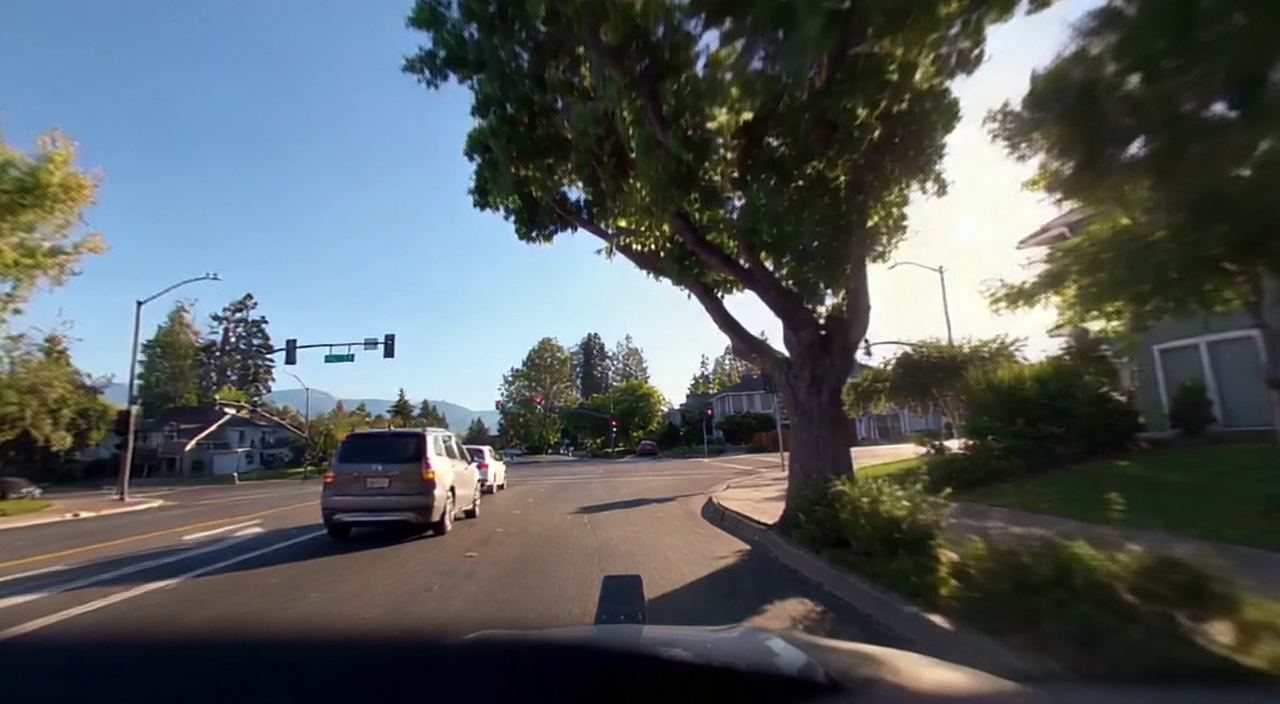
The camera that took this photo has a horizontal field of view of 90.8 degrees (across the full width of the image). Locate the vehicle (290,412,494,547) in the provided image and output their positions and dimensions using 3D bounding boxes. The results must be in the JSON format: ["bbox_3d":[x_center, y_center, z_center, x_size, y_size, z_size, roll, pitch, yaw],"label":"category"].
[{"bbox_3d":[-3.985,2.158,11.188,2.041,1.834,4.679,0,-10,-5],"label":"vehicle"}]
